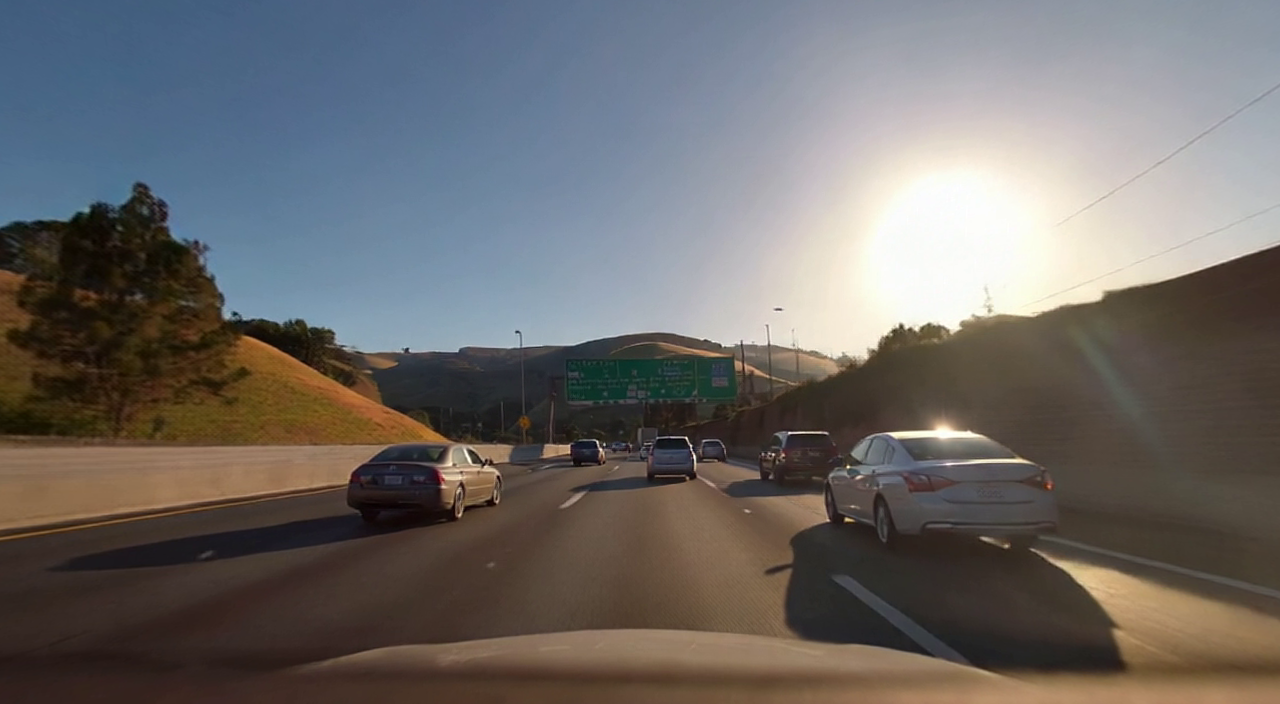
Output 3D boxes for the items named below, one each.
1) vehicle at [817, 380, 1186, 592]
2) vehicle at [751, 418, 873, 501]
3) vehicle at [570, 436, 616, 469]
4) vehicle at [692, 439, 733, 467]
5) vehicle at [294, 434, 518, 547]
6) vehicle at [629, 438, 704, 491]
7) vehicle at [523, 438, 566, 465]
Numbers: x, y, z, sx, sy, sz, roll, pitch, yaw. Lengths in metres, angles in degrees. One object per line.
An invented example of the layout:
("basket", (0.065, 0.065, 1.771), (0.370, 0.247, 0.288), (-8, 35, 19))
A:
("vehicle", (3.748, 1.473, 7.707), (1.930, 1.831, 4.344), (0, -8, 1))
("vehicle", (4.323, 2.771, 16.699), (1.970, 1.872, 4.575), (0, -8, 0))
("vehicle", (-2.690, 5.930, 37.518), (2.154, 1.793, 4.736), (0, -8, 3))
("vehicle", (4.097, 5.732, 36.035), (1.855, 1.513, 3.915), (0, -8, 0))
("vehicle", (-3.479, 2.121, 10.437), (1.961, 1.456, 4.362), (0, -8, 1))
("vehicle", (0.741, 3.437, 19.616), (2.105, 1.471, 3.978), (0, -8, 0))
("vehicle", (-6.594, 6.947, 44.072), (2.055, 1.751, 4.825), (0, -8, 3))
